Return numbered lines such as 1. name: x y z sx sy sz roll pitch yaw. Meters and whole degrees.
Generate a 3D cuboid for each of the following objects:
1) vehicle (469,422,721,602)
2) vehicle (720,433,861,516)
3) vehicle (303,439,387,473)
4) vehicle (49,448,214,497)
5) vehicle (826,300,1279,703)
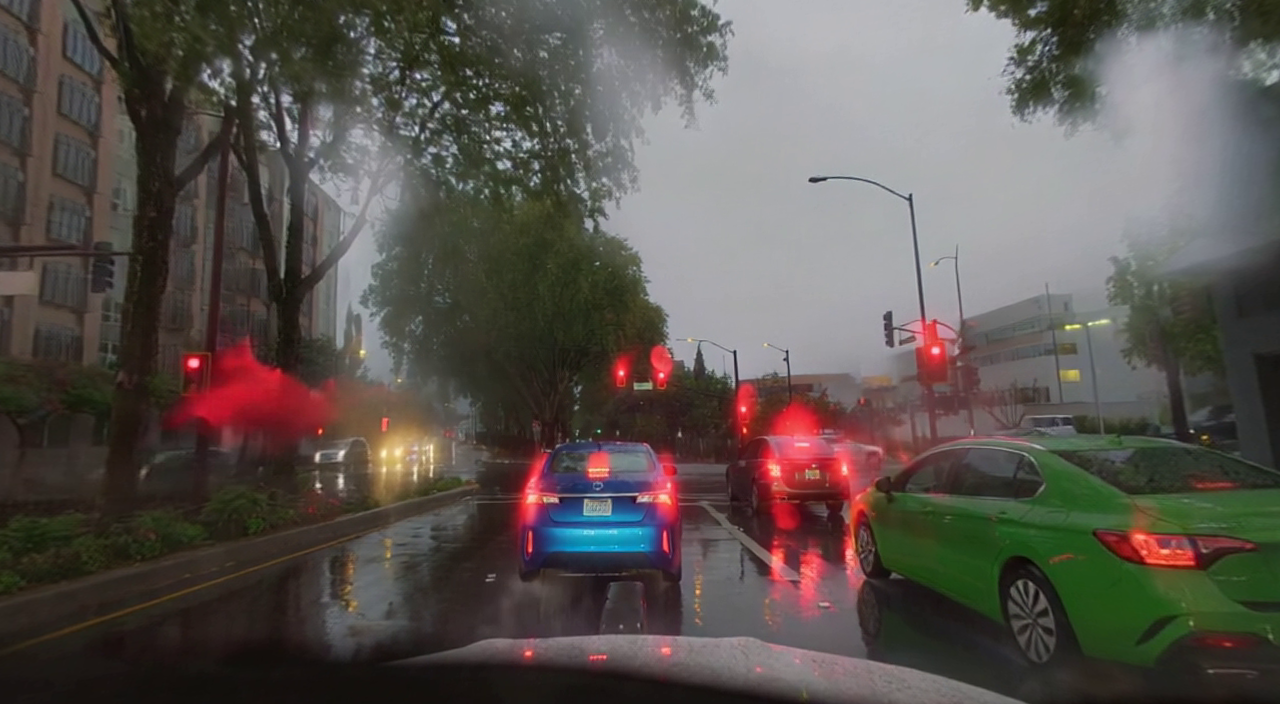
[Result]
1. vehicle: -0.406 1.655 7.398 2.143 1.520 3.848 0 -8 -1
2. vehicle: 3.151 2.673 14.328 2.026 1.549 4.559 0 -8 -1
3. vehicle: -17.986 6.364 38.936 2.308 1.903 5.813 0 -8 0
4. vehicle: -18.246 4.301 23.028 2.130 1.550 4.618 0 -8 1
5. vehicle: 3.571 1.113 5.059 2.572 1.945 5.065 0 -8 0
